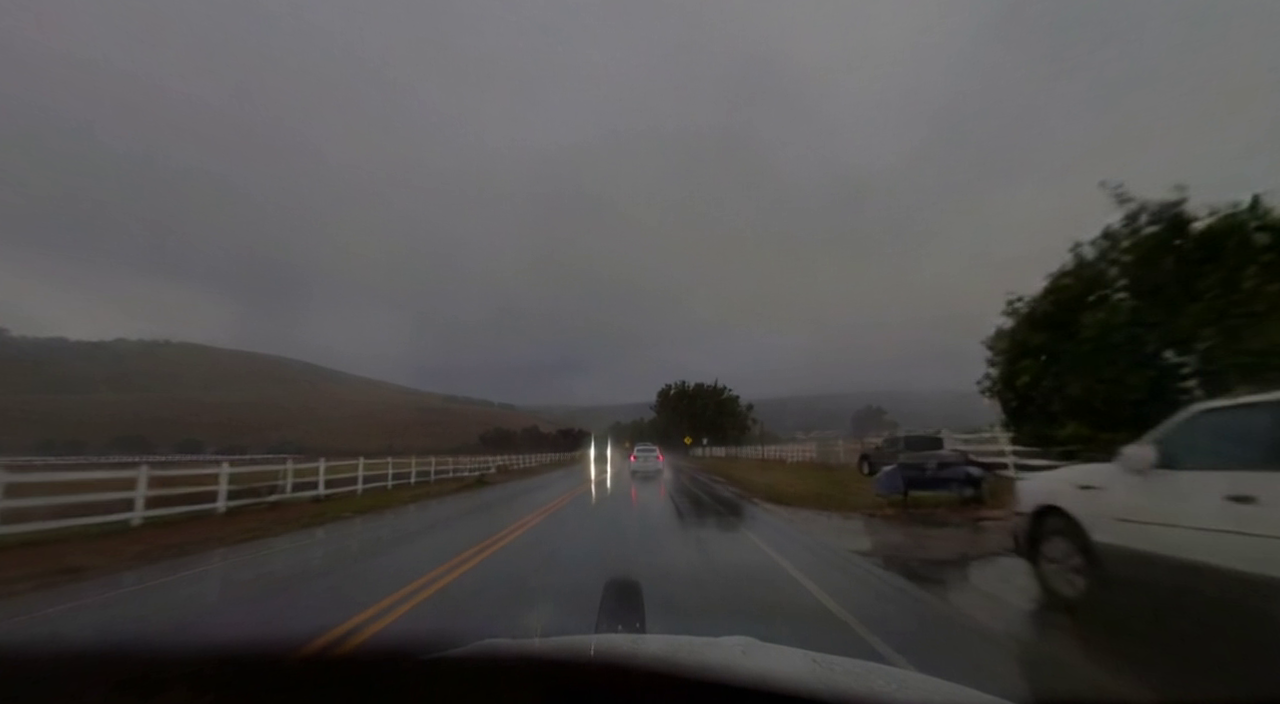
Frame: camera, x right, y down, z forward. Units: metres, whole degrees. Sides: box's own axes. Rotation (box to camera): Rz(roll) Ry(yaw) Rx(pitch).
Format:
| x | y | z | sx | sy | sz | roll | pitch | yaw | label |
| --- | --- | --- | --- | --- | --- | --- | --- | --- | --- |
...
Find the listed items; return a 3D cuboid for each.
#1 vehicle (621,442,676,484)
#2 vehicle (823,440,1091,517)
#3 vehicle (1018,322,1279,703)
| x | y | z | sx | sy | sz | roll | pitch | yaw | label |
| --- | --- | --- | --- | --- | --- | --- | --- | --- | --- |
| 0.351 | 4.717 | 27.103 | 2.158 | 1.669 | 4.006 | 0 | -9 | 1 | vehicle |
| 6.826 | 2.767 | 14.239 | 4.979 | 1.503 | 2.010 | -3 | -9 | 20 | vehicle |
| 4.392 | 0.801 | 2.908 | 2.348 | 1.969 | 5.269 | -1 | -9 | 5 | vehicle |
